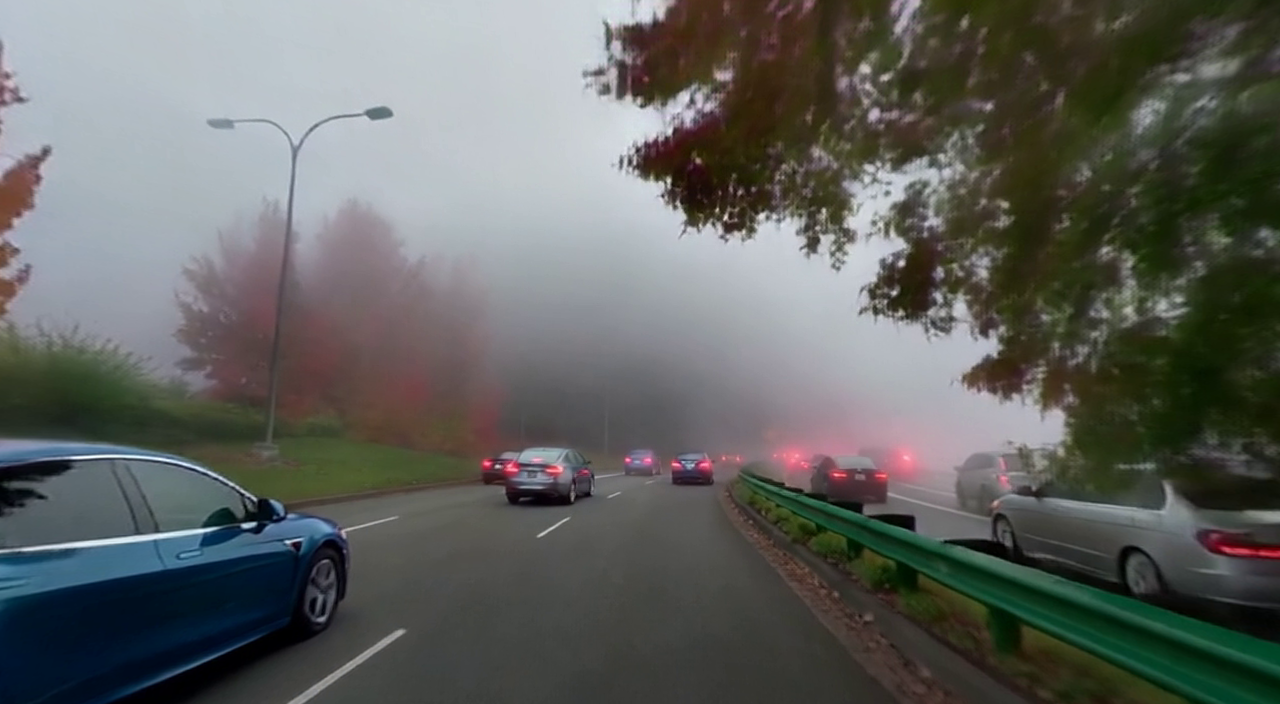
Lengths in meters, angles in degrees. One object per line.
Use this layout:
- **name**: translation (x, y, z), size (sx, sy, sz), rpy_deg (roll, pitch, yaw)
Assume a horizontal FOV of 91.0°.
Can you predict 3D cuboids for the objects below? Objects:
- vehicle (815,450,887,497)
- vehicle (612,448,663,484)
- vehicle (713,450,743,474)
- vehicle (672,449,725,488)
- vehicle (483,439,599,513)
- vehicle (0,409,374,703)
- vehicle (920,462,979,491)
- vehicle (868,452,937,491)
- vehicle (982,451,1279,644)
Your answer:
- **vehicle**: translation (8.164, 4.699, 24.728), size (1.768, 1.634, 4.064), rpy_deg (0, -9, 5)
- **vehicle**: translation (-0.039, 5.768, 32.200), size (1.930, 1.635, 4.260), rpy_deg (-1, -9, 9)
- **vehicle**: translation (6.610, 8.135, 46.801), size (1.977, 1.704, 3.841), rpy_deg (-1, -9, 11)
- **vehicle**: translation (2.610, 4.989, 27.266), size (2.015, 1.506, 4.276), rpy_deg (-1, -9, 8)
- **vehicle**: translation (-2.431, 3.201, 16.822), size (1.979, 1.663, 4.513), rpy_deg (0, -9, 5)
- **vehicle**: translation (-3.354, 1.106, 3.297), size (1.921, 1.503, 4.317), rpy_deg (0, -9, 2)
- **vehicle**: translation (17.982, 7.212, 36.776), size (1.816, 1.481, 4.422), rpy_deg (-1, -9, 9)
- **vehicle**: translation (13.254, 6.008, 32.122), size (2.121, 1.777, 4.755), rpy_deg (-1, -9, 9)
- **vehicle**: translation (6.139, 1.917, 7.226), size (1.869, 1.516, 4.753), rpy_deg (0, -9, 2)
